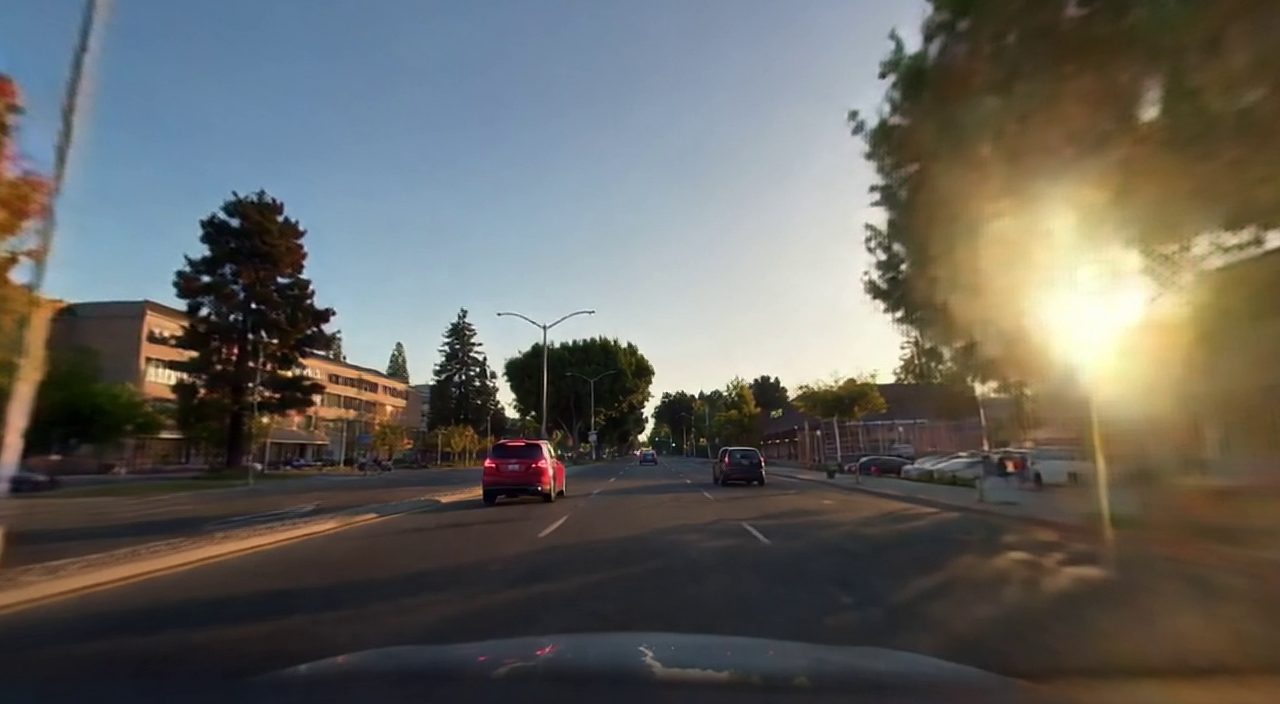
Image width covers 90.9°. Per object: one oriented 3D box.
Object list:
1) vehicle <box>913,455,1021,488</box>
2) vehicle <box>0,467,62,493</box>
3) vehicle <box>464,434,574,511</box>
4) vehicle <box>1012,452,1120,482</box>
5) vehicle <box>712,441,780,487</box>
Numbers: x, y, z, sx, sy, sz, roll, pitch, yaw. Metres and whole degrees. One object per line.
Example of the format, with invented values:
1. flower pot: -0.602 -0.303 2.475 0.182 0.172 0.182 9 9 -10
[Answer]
1. vehicle: 16.797 6.132 32.557 4.479 1.445 1.946 -1 -8 -2
2. vehicle: -38.878 8.099 40.099 3.857 1.463 1.808 -5 -10 28
3. vehicle: -3.121 3.209 17.295 2.047 1.810 4.414 0 -9 1
4. vehicle: 29.371 7.907 43.587 5.672 1.918 2.236 0 -9 4
5. vehicle: 4.422 4.732 26.964 2.083 1.779 4.347 0 -9 -1
